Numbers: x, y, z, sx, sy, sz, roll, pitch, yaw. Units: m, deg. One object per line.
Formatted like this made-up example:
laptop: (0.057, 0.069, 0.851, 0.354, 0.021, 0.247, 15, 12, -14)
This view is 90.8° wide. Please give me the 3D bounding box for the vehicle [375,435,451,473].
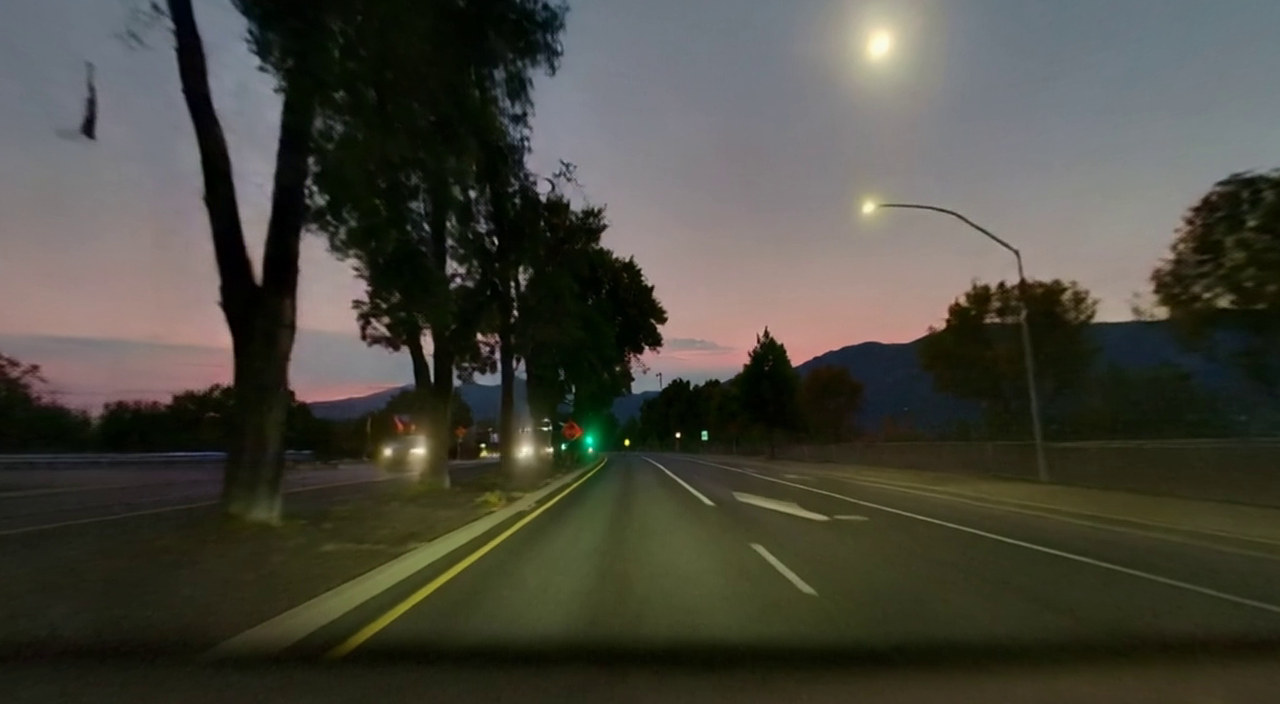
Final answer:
vehicle: (-11.361, 5.162, 32.071, 2.236, 1.758, 4.564, 0, -8, -1)
